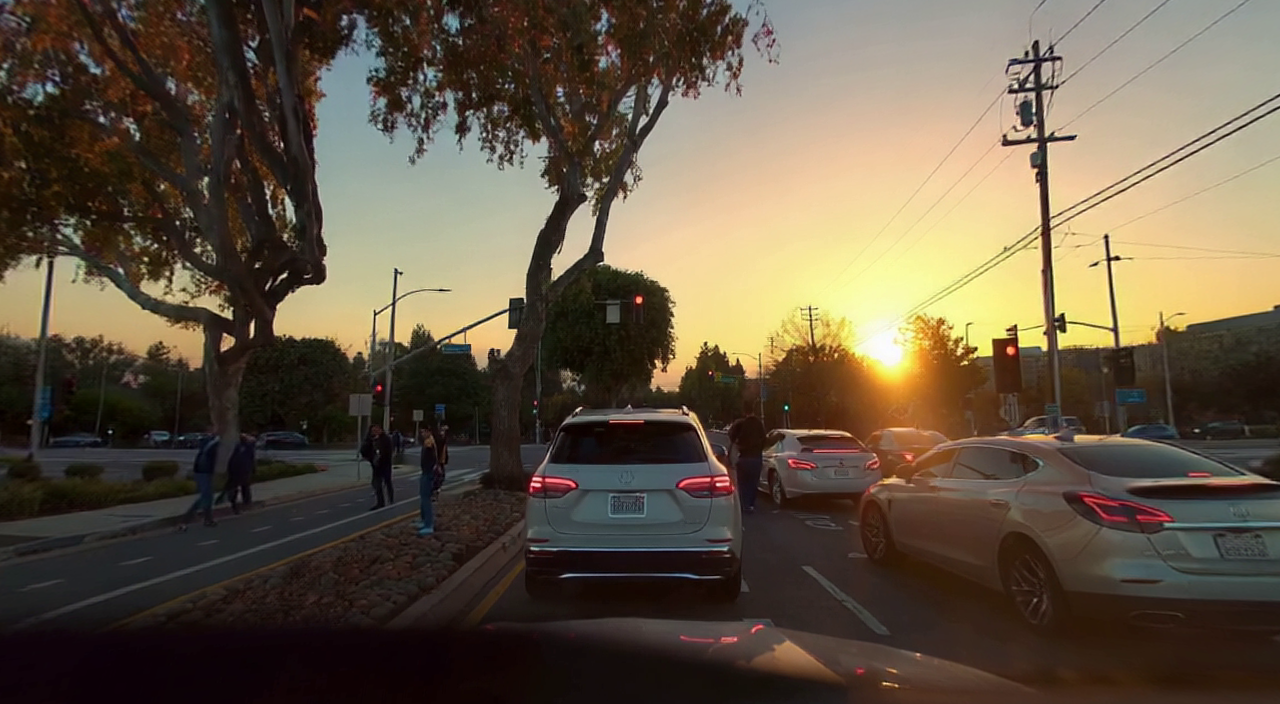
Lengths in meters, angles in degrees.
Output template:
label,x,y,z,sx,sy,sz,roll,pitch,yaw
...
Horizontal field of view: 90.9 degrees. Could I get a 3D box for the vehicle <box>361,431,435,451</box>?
label,x,y,z,sx,sy,sz,roll,pitch,yaw
vehicle,-17.752,6.554,46.363,4.607,1.478,1.995,0,-8,0

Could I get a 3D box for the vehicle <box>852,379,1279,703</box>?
label,x,y,z,sx,sy,sz,roll,pitch,yaw
vehicle,3.553,1.299,5.471,1.948,1.677,4.437,0,-8,1

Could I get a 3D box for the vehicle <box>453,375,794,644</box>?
label,x,y,z,sx,sy,sz,roll,pitch,yaw
vehicle,-0.159,1.374,6.533,2.271,1.786,4.443,0,-8,-1

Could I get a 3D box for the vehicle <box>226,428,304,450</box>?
label,x,y,z,sx,sy,sz,roll,pitch,yaw
vehicle,-27.996,6.524,47.213,4.587,1.639,1.878,0,-8,0
